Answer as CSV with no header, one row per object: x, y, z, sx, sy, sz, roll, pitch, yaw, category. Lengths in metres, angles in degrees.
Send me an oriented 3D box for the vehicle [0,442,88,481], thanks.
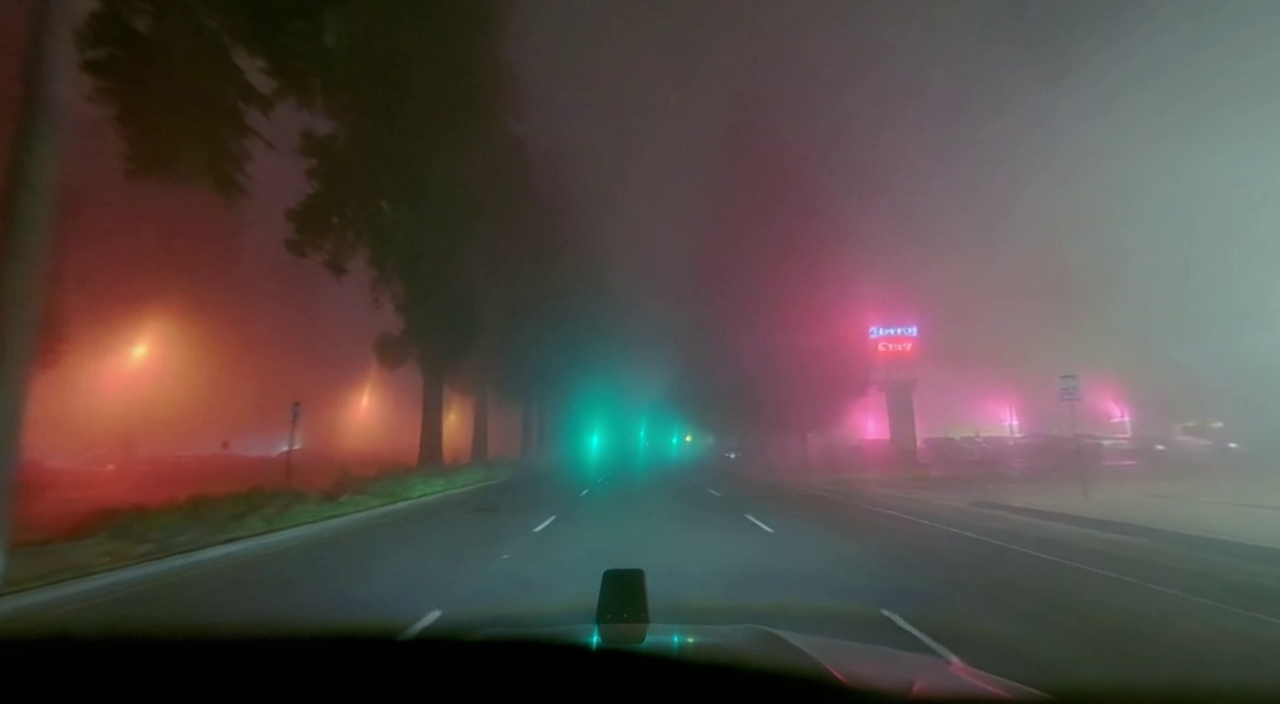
-32.963,5.818,33.574,4.895,1.947,2.182,0,-8,-1,vehicle

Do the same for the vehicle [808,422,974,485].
9.116,3.733,23.363,5.329,2.114,2.325,-3,-9,18,vehicle

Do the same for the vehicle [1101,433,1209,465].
29.730,5.600,36.488,4.342,1.713,2.036,-1,-8,2,vehicle

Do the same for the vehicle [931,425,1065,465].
16.738,4.386,29.709,4.897,1.739,2.259,-1,-8,2,vehicle

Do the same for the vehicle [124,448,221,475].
-32.594,7.630,44.053,4.923,1.843,2.179,0,-8,0,vehicle

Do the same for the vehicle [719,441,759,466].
7.267,7.504,46.669,2.084,1.736,4.754,0,-8,-1,vehicle

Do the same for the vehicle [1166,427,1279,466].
29.251,4.655,31.132,4.641,1.816,1.954,0,-8,2,vehicle

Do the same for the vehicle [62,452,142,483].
-38.744,8.311,45.549,1.904,2.047,4.395,0,-8,-2,vehicle
